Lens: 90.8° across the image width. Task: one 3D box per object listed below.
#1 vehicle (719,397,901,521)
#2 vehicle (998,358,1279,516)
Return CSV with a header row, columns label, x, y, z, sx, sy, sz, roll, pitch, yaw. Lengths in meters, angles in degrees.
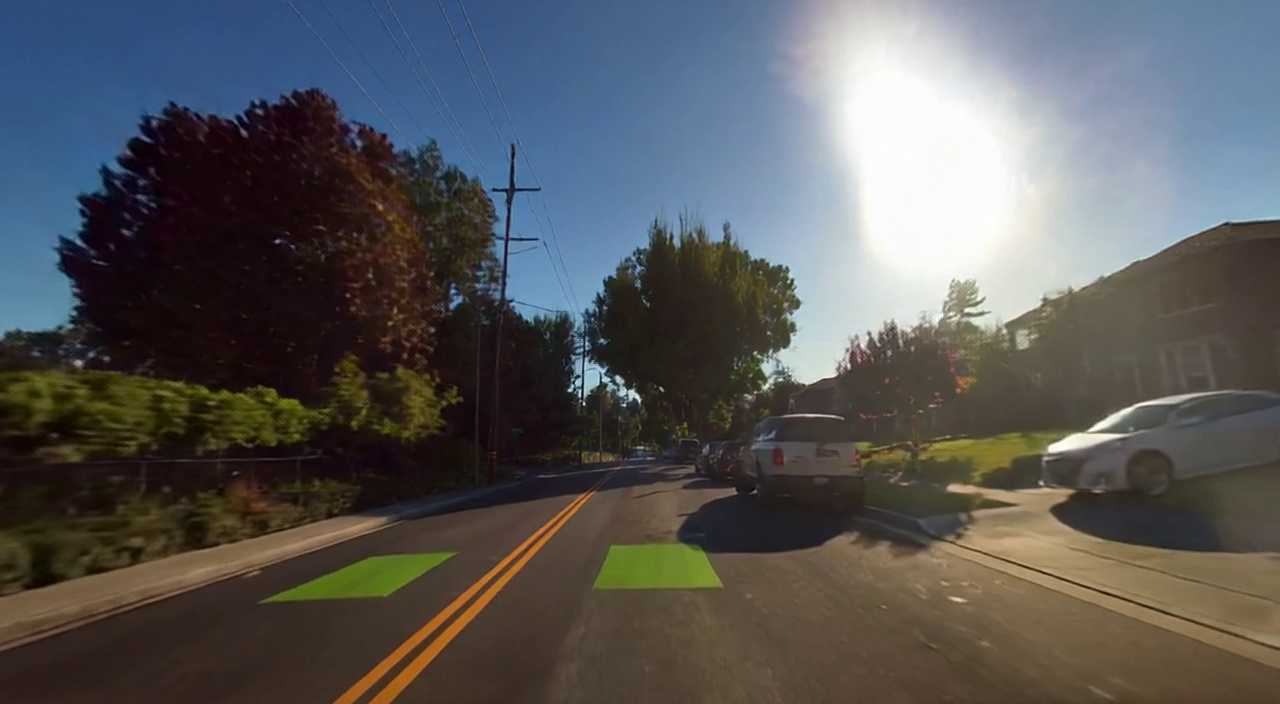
label,x,y,z,sx,sy,sz,roll,pitch,yaw
vehicle,3.224,2.227,13.576,2.347,2.070,5.735,0,-9,0
vehicle,8.682,1.276,10.172,4.418,1.648,2.017,-11,-8,-2
